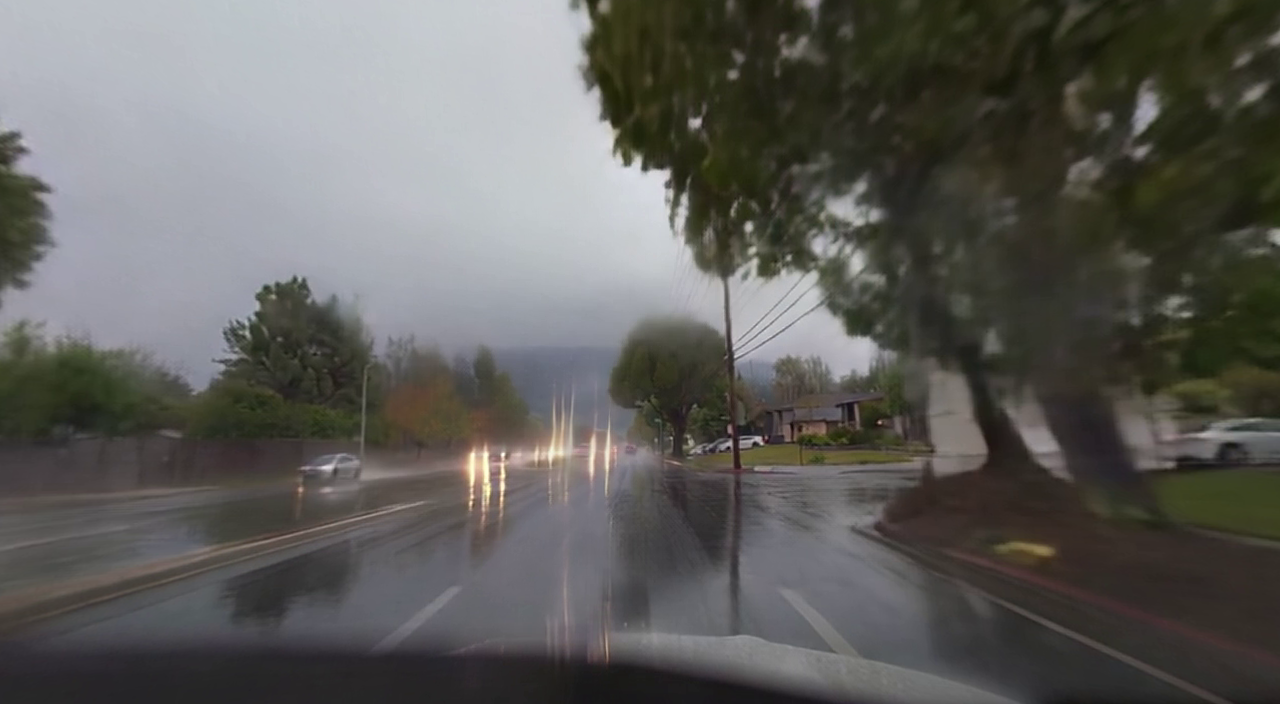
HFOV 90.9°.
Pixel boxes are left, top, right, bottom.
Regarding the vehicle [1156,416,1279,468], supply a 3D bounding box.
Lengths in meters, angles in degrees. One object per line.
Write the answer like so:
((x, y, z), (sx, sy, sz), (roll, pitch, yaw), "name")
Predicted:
((21.864, 3.196, 22.499), (4.904, 1.735, 2.270), (0, -8, -2), "vehicle")

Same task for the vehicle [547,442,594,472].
((-3.665, 5.611, 33.965), (2.084, 1.466, 4.522), (0, -9, 0), "vehicle")

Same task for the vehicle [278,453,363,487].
((-16.178, 5.979, 32.266), (1.937, 1.480, 4.755), (0, -9, -1), "vehicle")
